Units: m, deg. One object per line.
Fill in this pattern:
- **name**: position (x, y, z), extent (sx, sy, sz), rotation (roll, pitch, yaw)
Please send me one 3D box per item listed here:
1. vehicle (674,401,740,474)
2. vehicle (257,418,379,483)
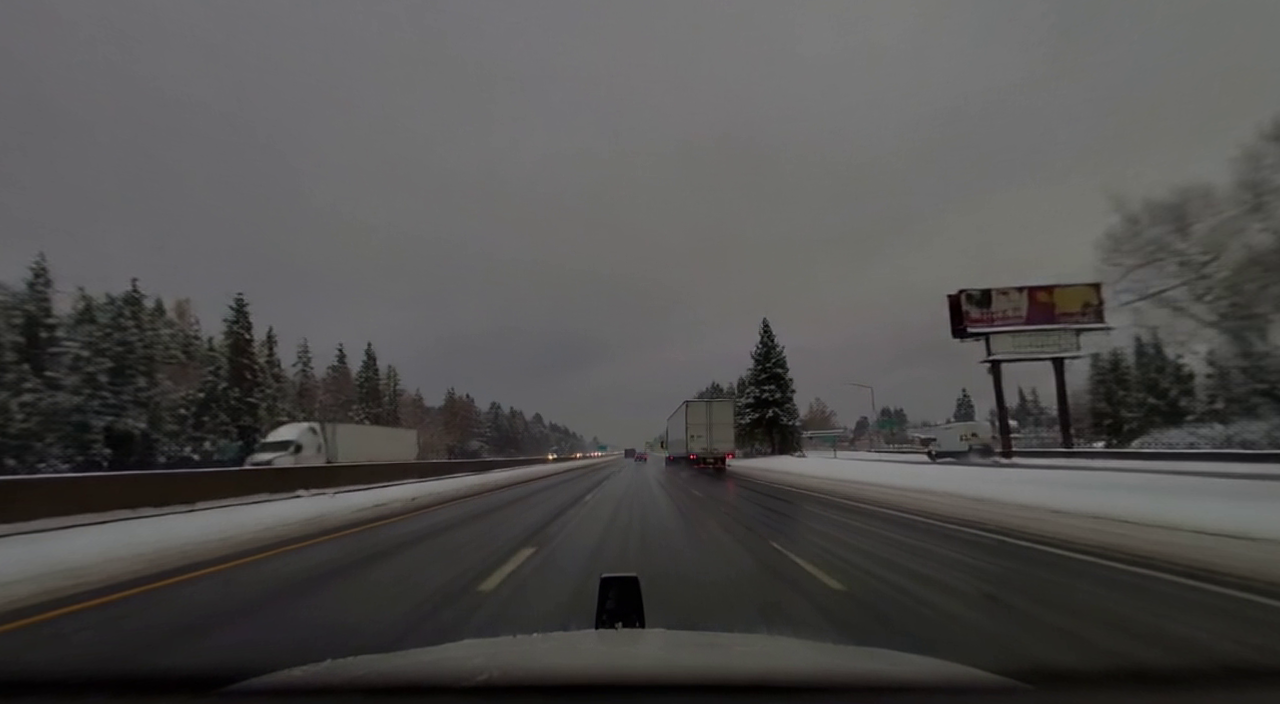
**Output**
- **vehicle**: position (4.281, 5.974, 43.460), extent (3.058, 4.312, 12.251), rotation (0, -9, 0)
- **vehicle**: position (-20.390, 6.337, 40.649), extent (3.723, 3.739, 7.536), rotation (0, -9, 0)
